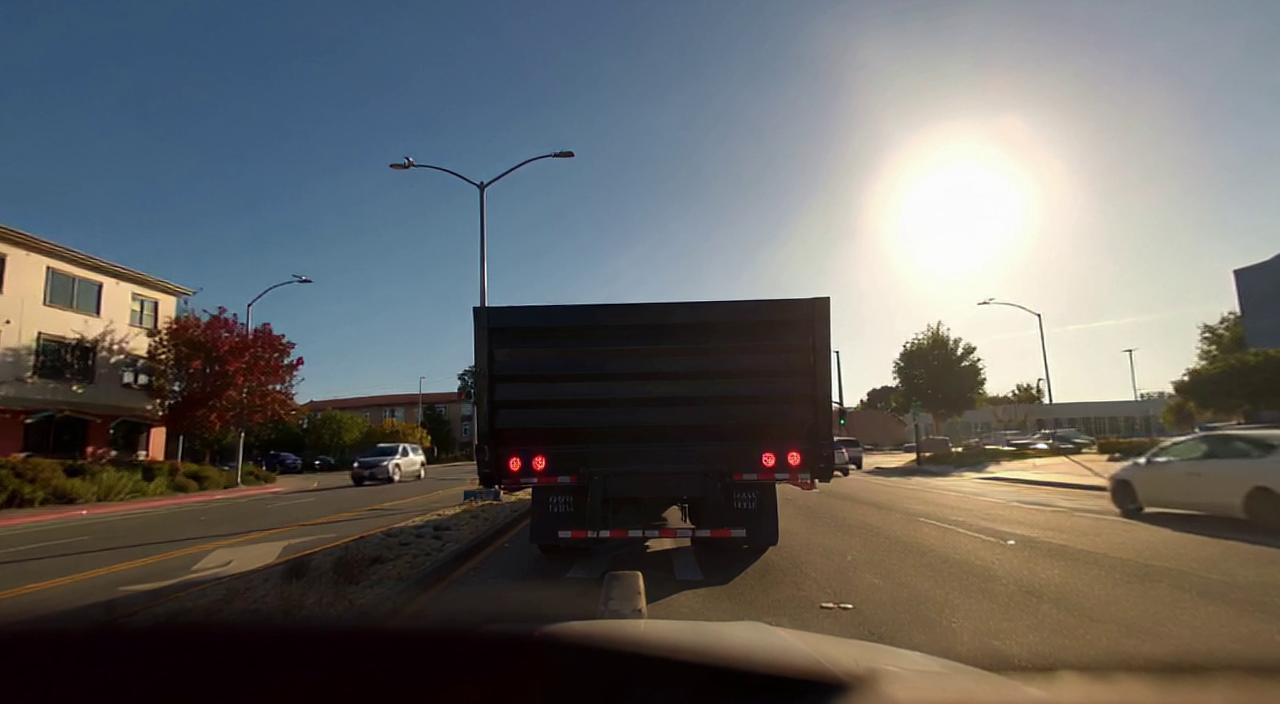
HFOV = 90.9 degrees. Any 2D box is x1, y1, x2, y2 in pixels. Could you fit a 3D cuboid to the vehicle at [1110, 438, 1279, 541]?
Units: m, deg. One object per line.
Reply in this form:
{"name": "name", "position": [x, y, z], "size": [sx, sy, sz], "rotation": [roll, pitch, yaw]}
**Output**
{"name": "vehicle", "position": [10.200, 2.157, 10.320], "size": [1.907, 1.465, 4.077], "rotation": [-1, -8, 2]}

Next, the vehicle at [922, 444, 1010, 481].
{"name": "vehicle", "position": [14.193, 4.802, 27.743], "size": [1.777, 1.488, 4.081], "rotation": [-1, -8, 1]}

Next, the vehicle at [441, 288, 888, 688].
{"name": "vehicle", "position": [0.288, 1.300, 7.378], "size": [2.650, 2.391, 7.008], "rotation": [-1, -8, 3]}

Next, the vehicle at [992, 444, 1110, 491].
{"name": "vehicle", "position": [14.326, 4.008, 22.248], "size": [1.702, 1.475, 3.670], "rotation": [-1, -8, 1]}

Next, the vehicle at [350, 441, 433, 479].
{"name": "vehicle", "position": [-14.009, 6.107, 36.061], "size": [2.218, 1.926, 5.753], "rotation": [-1, -8, 2]}
